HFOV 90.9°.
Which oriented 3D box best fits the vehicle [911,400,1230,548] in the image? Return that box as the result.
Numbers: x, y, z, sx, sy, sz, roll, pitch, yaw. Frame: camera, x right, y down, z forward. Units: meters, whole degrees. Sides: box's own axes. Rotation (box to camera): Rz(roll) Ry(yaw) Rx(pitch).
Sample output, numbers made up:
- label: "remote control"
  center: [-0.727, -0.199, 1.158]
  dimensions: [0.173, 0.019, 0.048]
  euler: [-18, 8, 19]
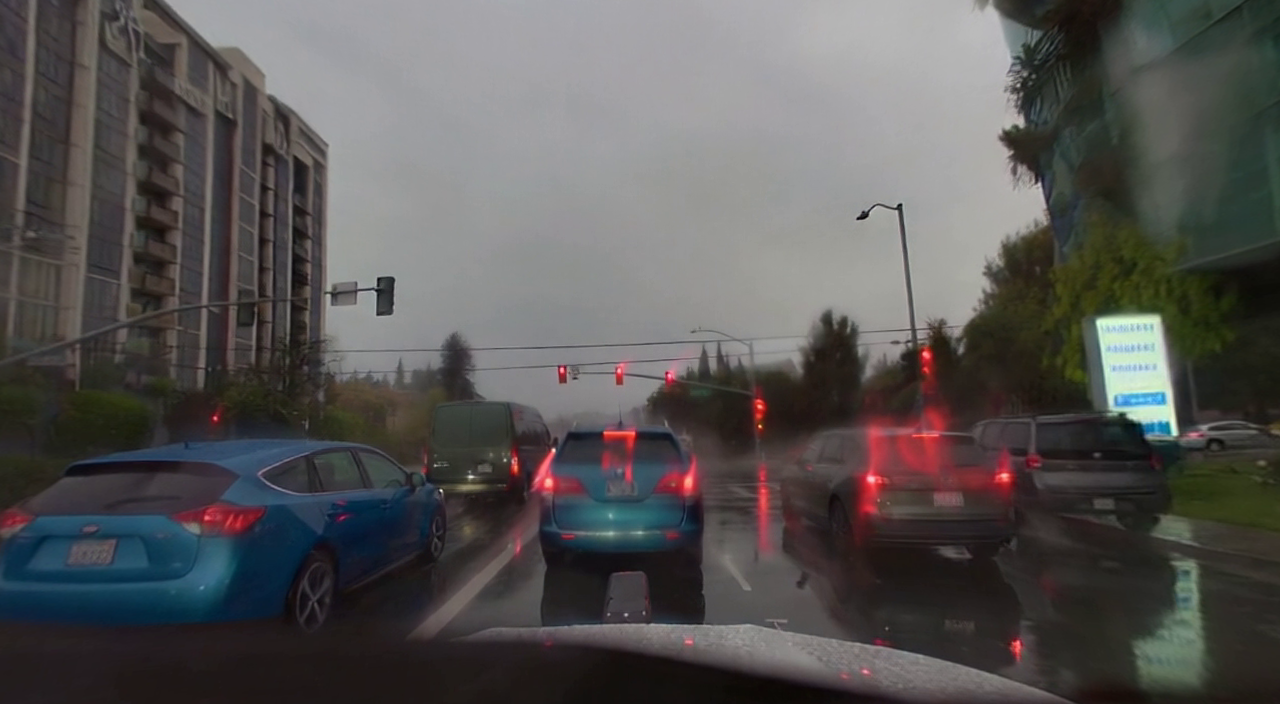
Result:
- label: "vehicle"
  center: [6.320, 1.851, 10.215]
  dimensions: [2.081, 1.790, 4.839]
  euler: [-1, -9, 5]

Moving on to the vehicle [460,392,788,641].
- label: "vehicle"
  center: [-0.125, 1.422, 6.448]
  dimensions: [2.195, 1.662, 4.262]
  euler: [0, -8, 0]

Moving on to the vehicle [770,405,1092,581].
- label: "vehicle"
  center: [3.206, 1.660, 8.255]
  dimensions: [2.004, 1.646, 4.554]
  euler: [0, -8, 0]

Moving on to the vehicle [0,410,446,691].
- label: "vehicle"
  center: [-3.546, 1.425, 5.820]
  dimensions: [1.906, 1.524, 4.547]
  euler: [0, -8, 2]
